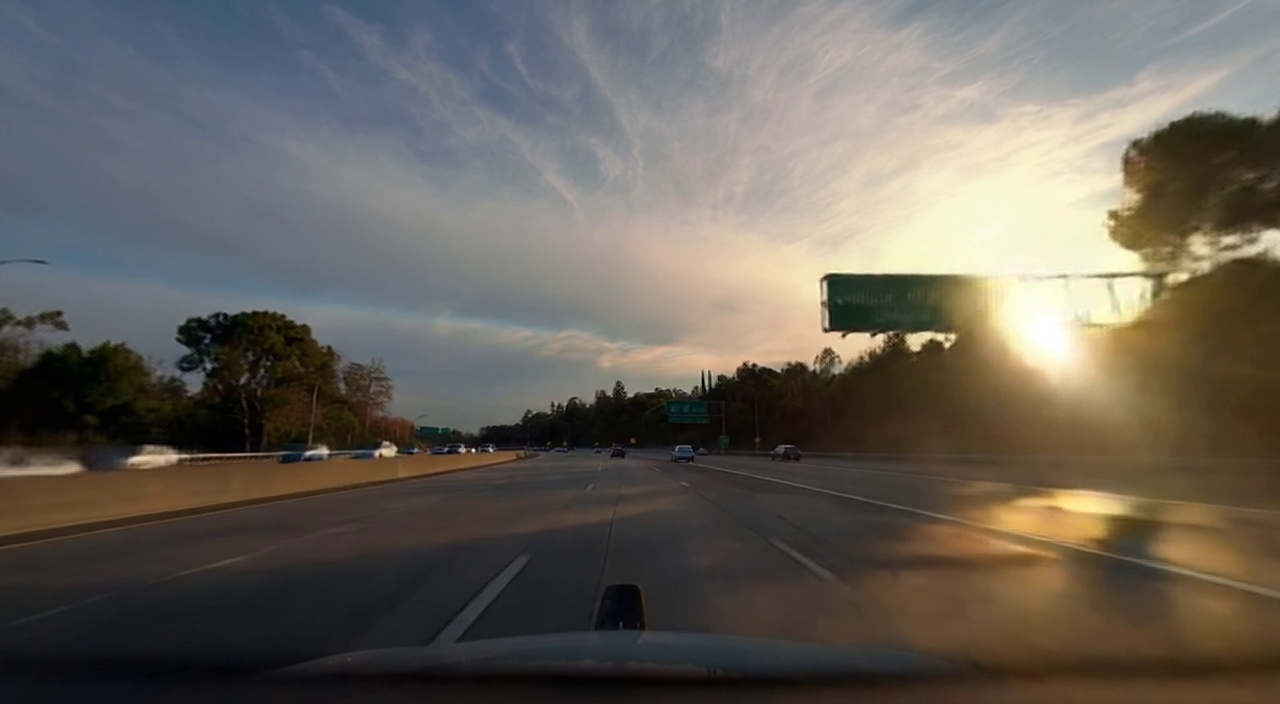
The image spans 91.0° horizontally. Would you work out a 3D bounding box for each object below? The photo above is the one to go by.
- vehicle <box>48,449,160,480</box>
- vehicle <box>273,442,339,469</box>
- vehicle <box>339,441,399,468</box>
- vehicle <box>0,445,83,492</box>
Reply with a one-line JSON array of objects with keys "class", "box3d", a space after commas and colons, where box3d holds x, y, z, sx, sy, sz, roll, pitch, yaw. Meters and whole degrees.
[{"class": "vehicle", "box3d": [-28.436, 5.960, 33.636, 1.871, 1.526, 4.779, 0, -9, -2]}, {"class": "vehicle", "box3d": [-25.742, 8.015, 48.787, 2.217, 1.928, 5.731, 0, -9, -3]}, {"class": "vehicle", "box3d": [-21.228, 8.070, 49.699, 2.374, 2.041, 5.885, 1, -9, -3]}, {"class": "vehicle", "box3d": [-23.751, 4.325, 23.499, 1.898, 1.644, 4.420, 0, -9, -1]}]
